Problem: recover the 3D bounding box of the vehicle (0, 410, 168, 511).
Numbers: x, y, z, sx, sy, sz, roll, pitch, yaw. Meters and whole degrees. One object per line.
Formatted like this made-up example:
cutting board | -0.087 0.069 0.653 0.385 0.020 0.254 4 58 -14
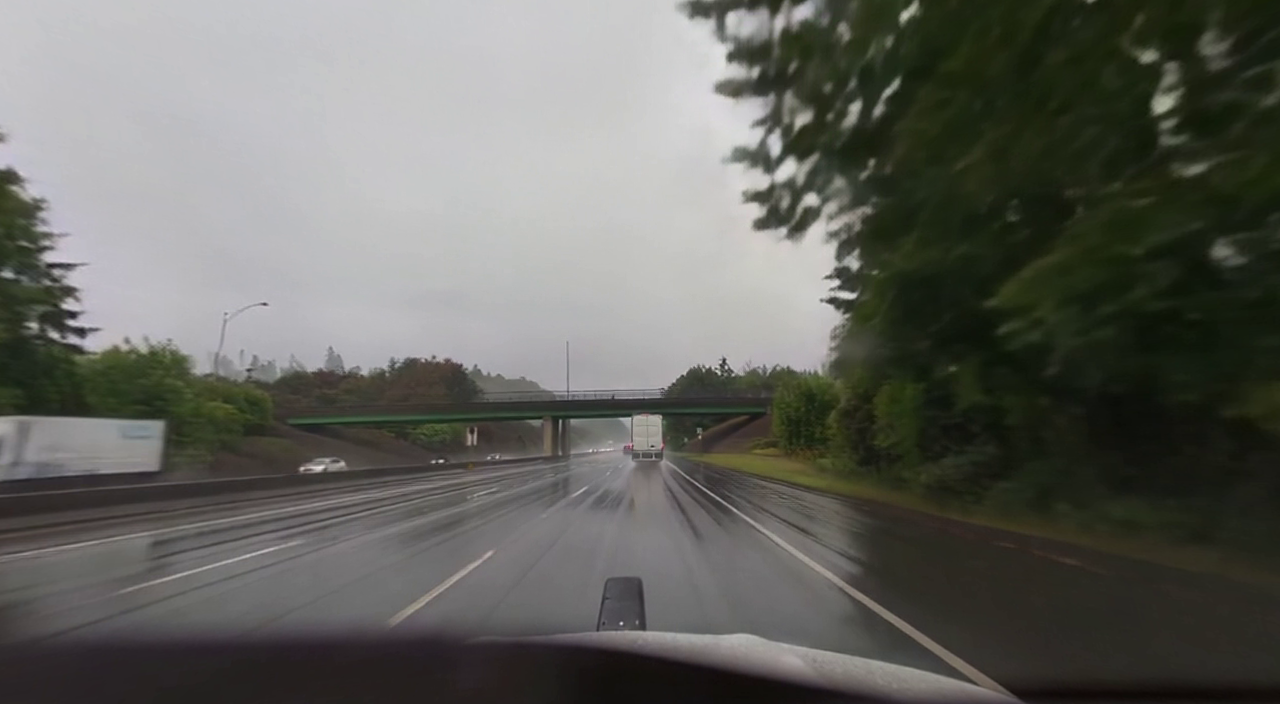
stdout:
vehicle | -24.665 4.479 26.265 2.844 3.634 9.043 0 -9 1
